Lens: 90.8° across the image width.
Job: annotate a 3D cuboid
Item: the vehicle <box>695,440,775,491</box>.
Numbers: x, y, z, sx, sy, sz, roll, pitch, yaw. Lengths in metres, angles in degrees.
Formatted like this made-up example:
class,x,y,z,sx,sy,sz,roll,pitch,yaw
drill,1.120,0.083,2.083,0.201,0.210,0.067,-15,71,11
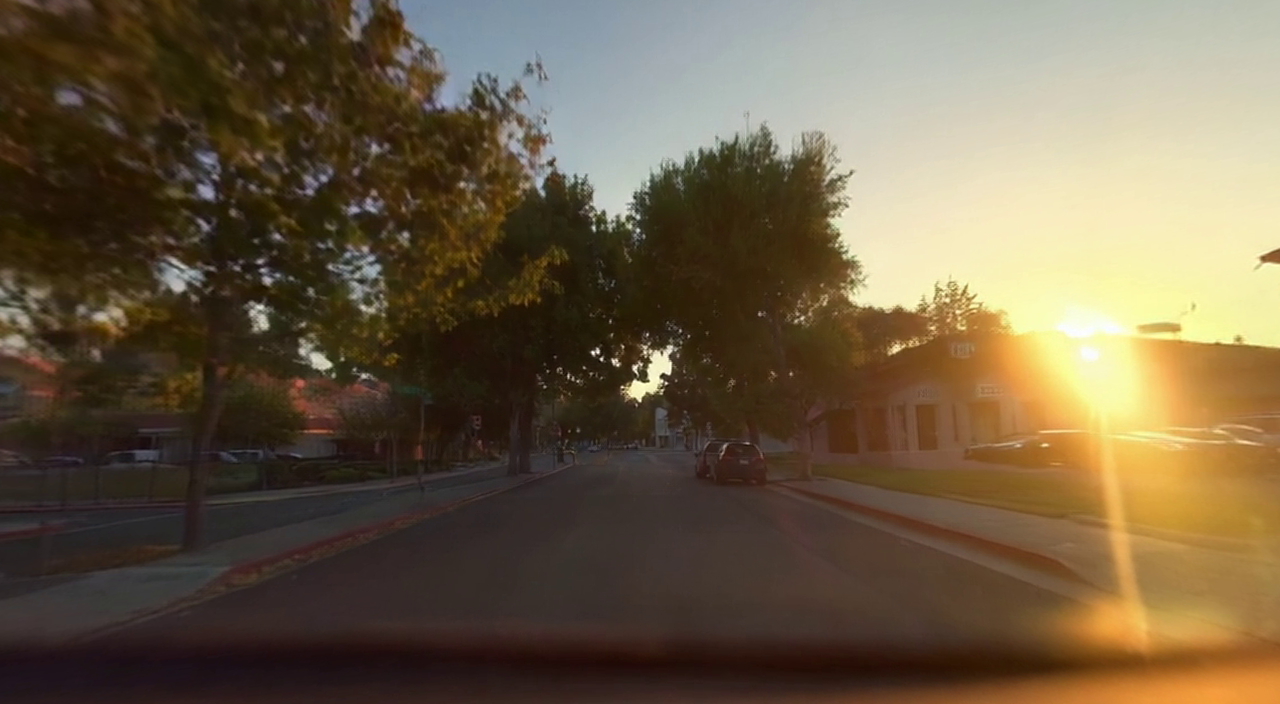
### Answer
class,x,y,z,sx,sy,sz,roll,pitch,yaw
vehicle,3.137,3.845,21.784,2.064,1.532,4.596,0,-9,0
